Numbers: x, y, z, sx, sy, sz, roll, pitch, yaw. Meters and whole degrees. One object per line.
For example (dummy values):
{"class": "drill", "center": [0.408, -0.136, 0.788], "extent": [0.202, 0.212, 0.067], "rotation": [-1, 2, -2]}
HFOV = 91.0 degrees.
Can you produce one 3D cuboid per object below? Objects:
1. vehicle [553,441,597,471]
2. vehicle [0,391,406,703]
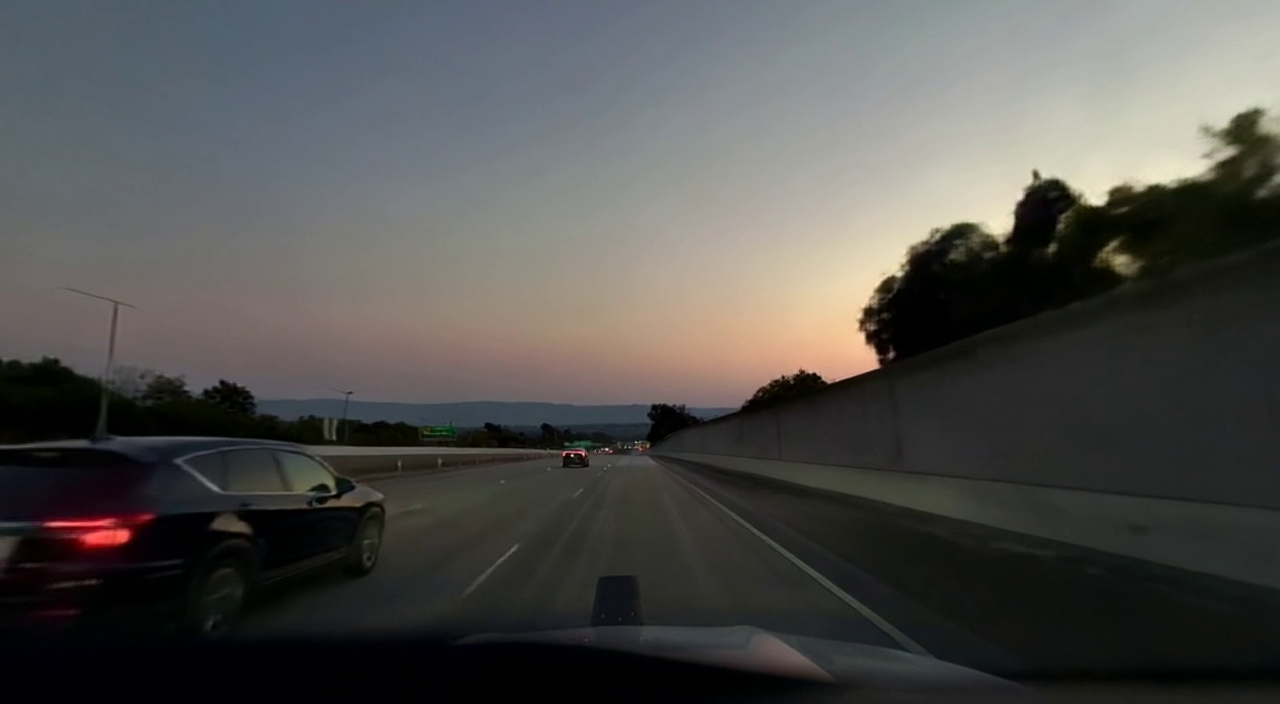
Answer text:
{"class": "vehicle", "center": [-3.833, 6.202, 37.740], "extent": [2.133, 1.683, 4.340], "rotation": [0, -9, 0]}
{"class": "vehicle", "center": [-3.798, 1.272, 4.984], "extent": [2.195, 1.573, 4.176], "rotation": [0, -9, 1]}
